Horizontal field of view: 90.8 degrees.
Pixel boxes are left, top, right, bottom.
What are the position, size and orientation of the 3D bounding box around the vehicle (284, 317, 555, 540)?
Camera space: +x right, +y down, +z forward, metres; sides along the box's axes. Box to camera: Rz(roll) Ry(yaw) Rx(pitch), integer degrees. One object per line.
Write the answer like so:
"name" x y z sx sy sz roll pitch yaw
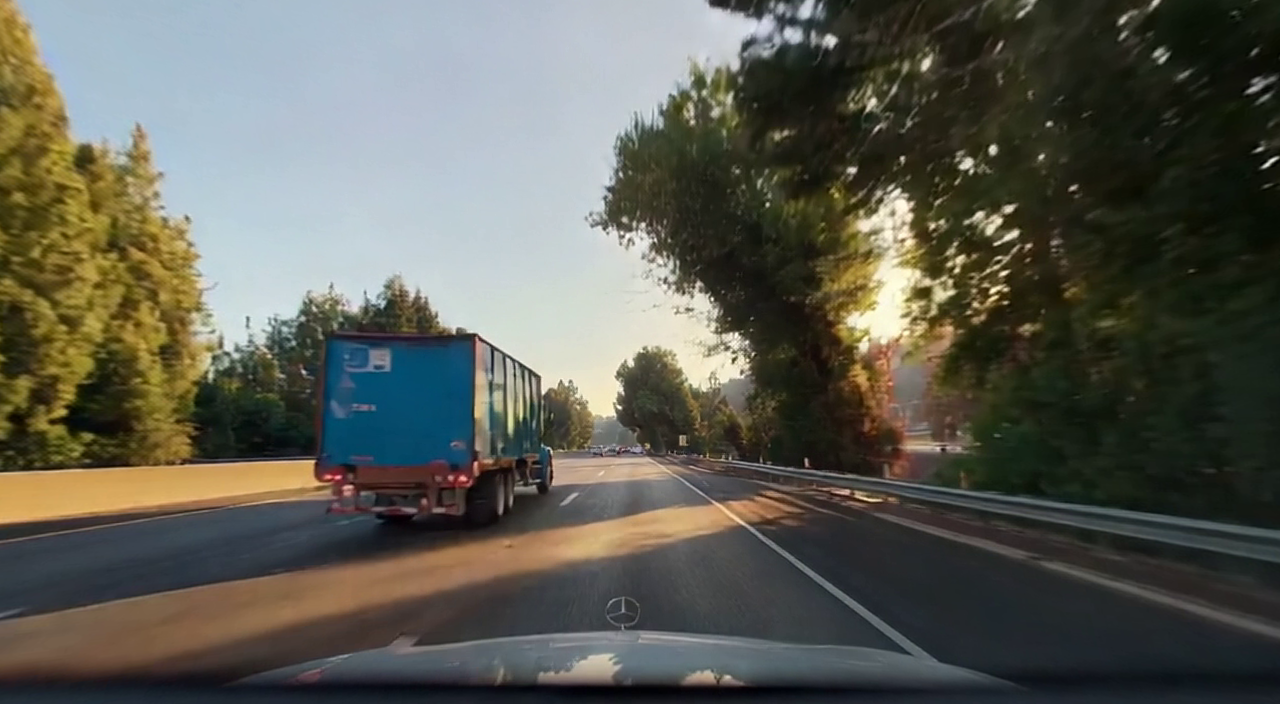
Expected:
"vehicle" -3.800 1.715 13.513 2.874 3.309 8.208 0 -9 -1
